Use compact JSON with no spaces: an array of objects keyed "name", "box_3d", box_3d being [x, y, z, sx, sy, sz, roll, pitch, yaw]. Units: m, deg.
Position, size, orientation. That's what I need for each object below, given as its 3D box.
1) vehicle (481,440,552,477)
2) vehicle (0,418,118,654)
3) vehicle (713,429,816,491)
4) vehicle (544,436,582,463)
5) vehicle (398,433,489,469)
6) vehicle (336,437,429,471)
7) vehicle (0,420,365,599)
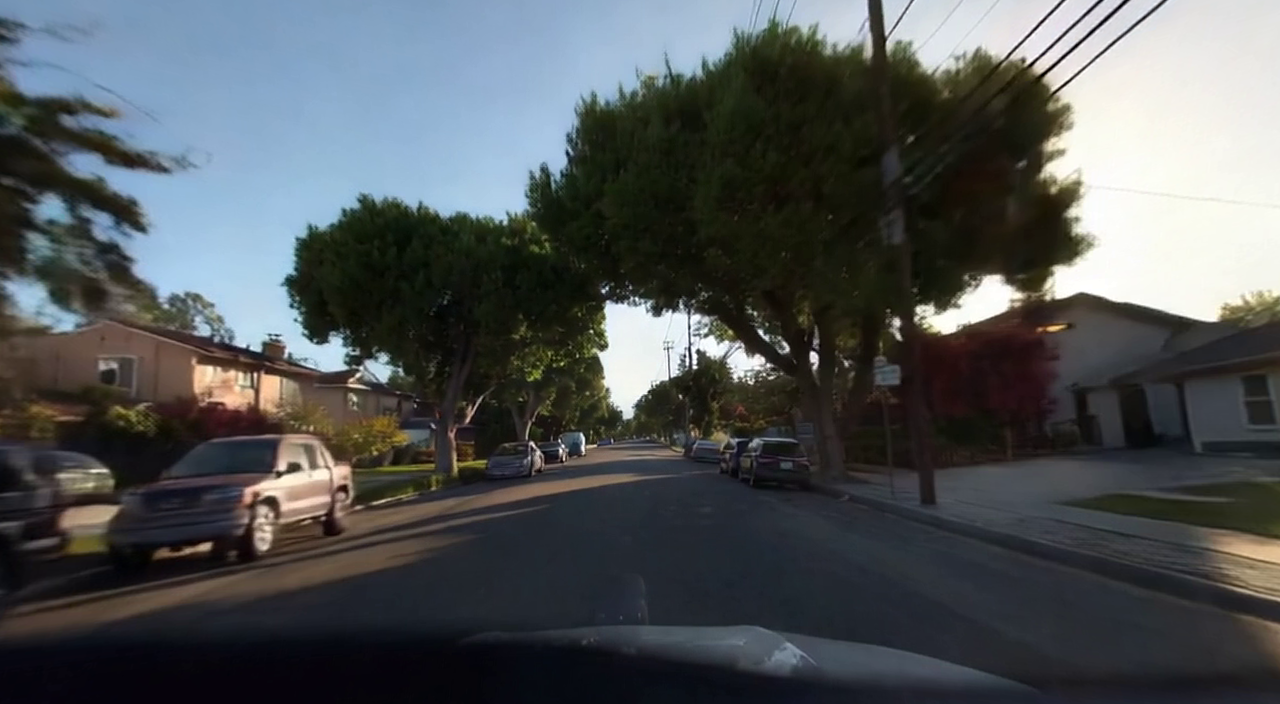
[{"name":"vehicle","box_3d":[-5.731,5.021,29.904,2.199,1.439,4.757,-4,-9,2]},{"name":"vehicle","box_3d":[-5.812,1.239,3.733,2.035,1.736,3.955,-2,-10,0]},{"name":"vehicle","box_3d":[3.736,3.318,19.878,2.247,1.618,4.655,2,-8,0]},{"name":"vehicle","box_3d":[-5.657,7.238,46.806,2.118,1.753,4.377,-4,-9,1]},{"name":"vehicle","box_3d":[-12.635,6.434,40.903,5.096,2.213,2.354,1,-10,-3]},{"name":"vehicle","box_3d":[-15.727,6.210,38.677,4.747,1.899,2.181,-1,-7,13]},{"name":"vehicle","box_3d":[-5.852,1.993,8.936,1.989,1.756,4.378,-4,-8,0]}]
